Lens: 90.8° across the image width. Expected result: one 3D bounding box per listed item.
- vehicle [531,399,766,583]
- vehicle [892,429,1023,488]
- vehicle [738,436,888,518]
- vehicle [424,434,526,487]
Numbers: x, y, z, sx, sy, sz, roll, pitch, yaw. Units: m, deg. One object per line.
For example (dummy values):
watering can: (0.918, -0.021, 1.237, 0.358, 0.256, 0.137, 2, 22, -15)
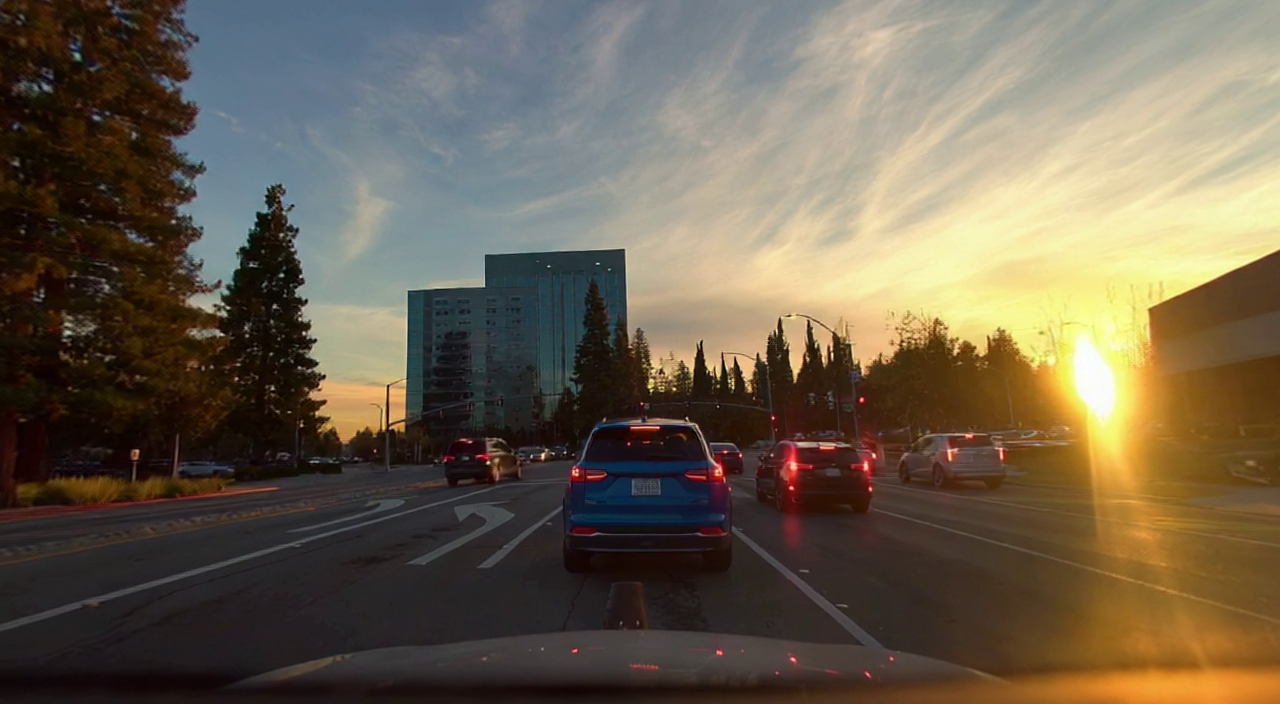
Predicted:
vehicle: (0.073, 1.658, 8.262, 2.266, 1.762, 4.131, 0, -9, 0)
vehicle: (10.872, 3.696, 22.128, 2.123, 1.812, 4.553, 0, -9, -1)
vehicle: (3.514, 2.630, 13.831, 1.997, 1.471, 4.321, 0, -9, -1)
vehicle: (-6.193, 4.159, 24.501, 2.555, 1.819, 5.145, 0, -9, 0)
